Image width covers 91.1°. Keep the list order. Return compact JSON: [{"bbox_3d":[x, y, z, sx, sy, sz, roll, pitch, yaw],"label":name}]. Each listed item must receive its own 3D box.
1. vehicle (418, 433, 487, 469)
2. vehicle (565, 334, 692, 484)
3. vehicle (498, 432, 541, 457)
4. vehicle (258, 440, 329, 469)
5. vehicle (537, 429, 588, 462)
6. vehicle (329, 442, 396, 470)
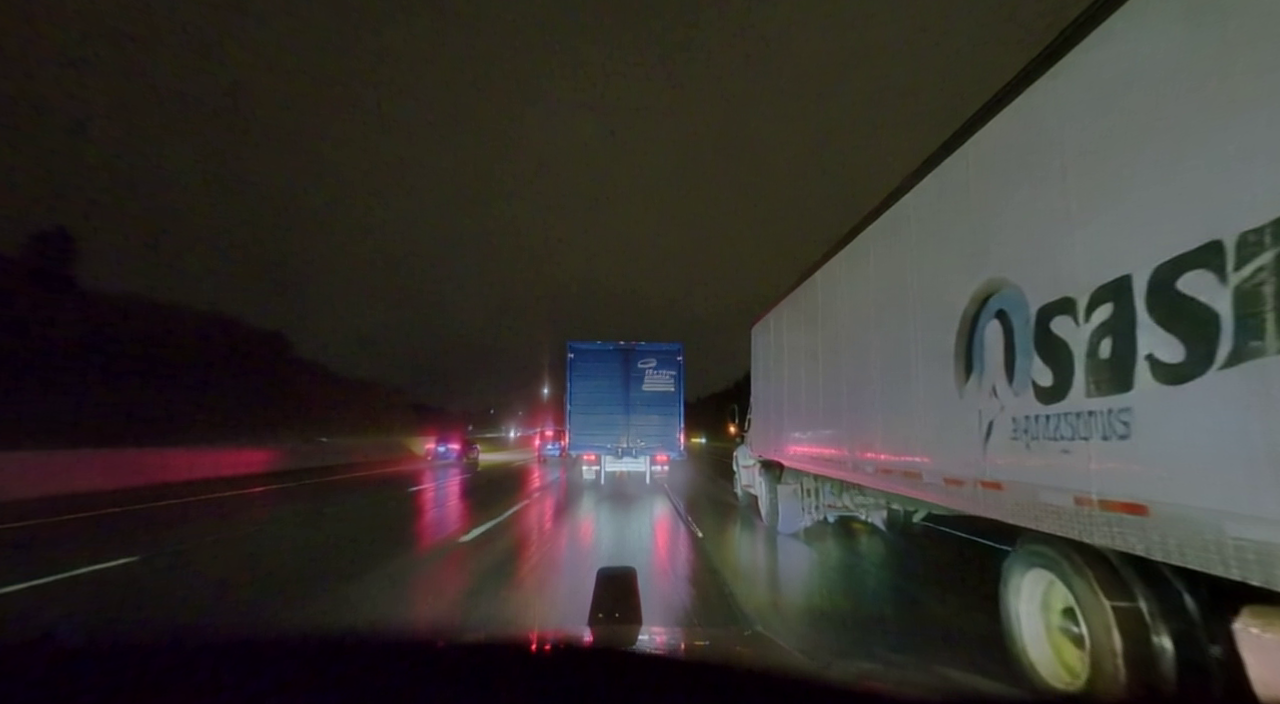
[{"bbox_3d":[-8.444,4.469,28.673,1.940,1.488,3.976,0,-8,0],"label":"vehicle"},{"bbox_3d":[-0.362,2.258,22.606,3.442,4.106,10.719,0,-8,-1],"label":"vehicle"},{"bbox_3d":[-8.116,6.256,42.637,1.981,1.574,4.561,0,-8,0],"label":"vehicle"},{"bbox_3d":[-19.989,5.908,36.443,1.829,1.546,4.004,0,-8,0],"label":"vehicle"},{"bbox_3d":[-4.234,5.206,35.215,2.168,1.671,4.888,0,-8,1],"label":"vehicle"},{"bbox_3d":[-16.207,6.054,37.018,1.880,1.506,4.531,0,-8,0],"label":"vehicle"}]
